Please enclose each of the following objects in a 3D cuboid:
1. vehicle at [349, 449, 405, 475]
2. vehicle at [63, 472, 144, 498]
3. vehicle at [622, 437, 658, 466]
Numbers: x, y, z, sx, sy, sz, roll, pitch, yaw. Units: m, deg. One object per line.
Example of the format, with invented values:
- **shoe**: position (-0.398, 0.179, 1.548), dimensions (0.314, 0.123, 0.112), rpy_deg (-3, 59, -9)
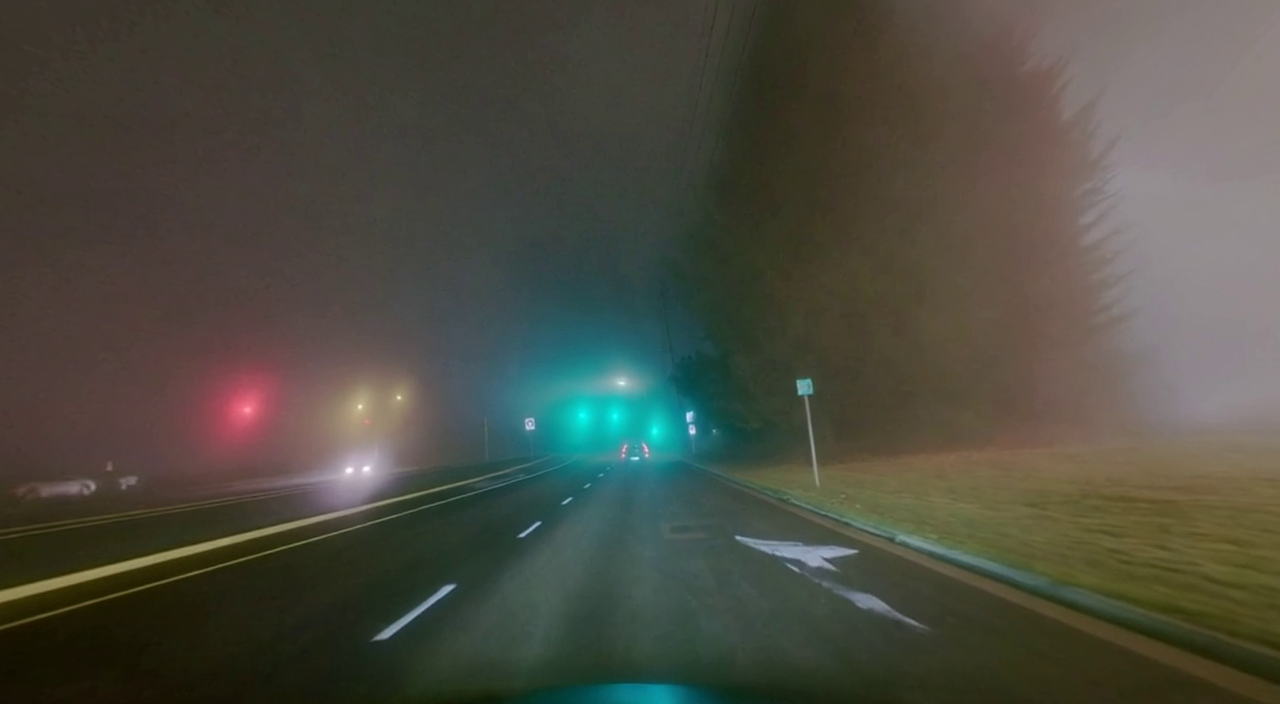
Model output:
- **vehicle**: position (-16.937, 7.090, 40.990), dimensions (1.912, 1.588, 4.432), rpy_deg (0, -8, -3)
- **vehicle**: position (-39.612, 9.786, 46.644), dimensions (4.777, 1.711, 2.070), rpy_deg (-2, -9, 16)
- **vehicle**: position (-0.040, 6.017, 38.423), dimensions (2.045, 1.613, 4.210), rpy_deg (0, -8, -1)
